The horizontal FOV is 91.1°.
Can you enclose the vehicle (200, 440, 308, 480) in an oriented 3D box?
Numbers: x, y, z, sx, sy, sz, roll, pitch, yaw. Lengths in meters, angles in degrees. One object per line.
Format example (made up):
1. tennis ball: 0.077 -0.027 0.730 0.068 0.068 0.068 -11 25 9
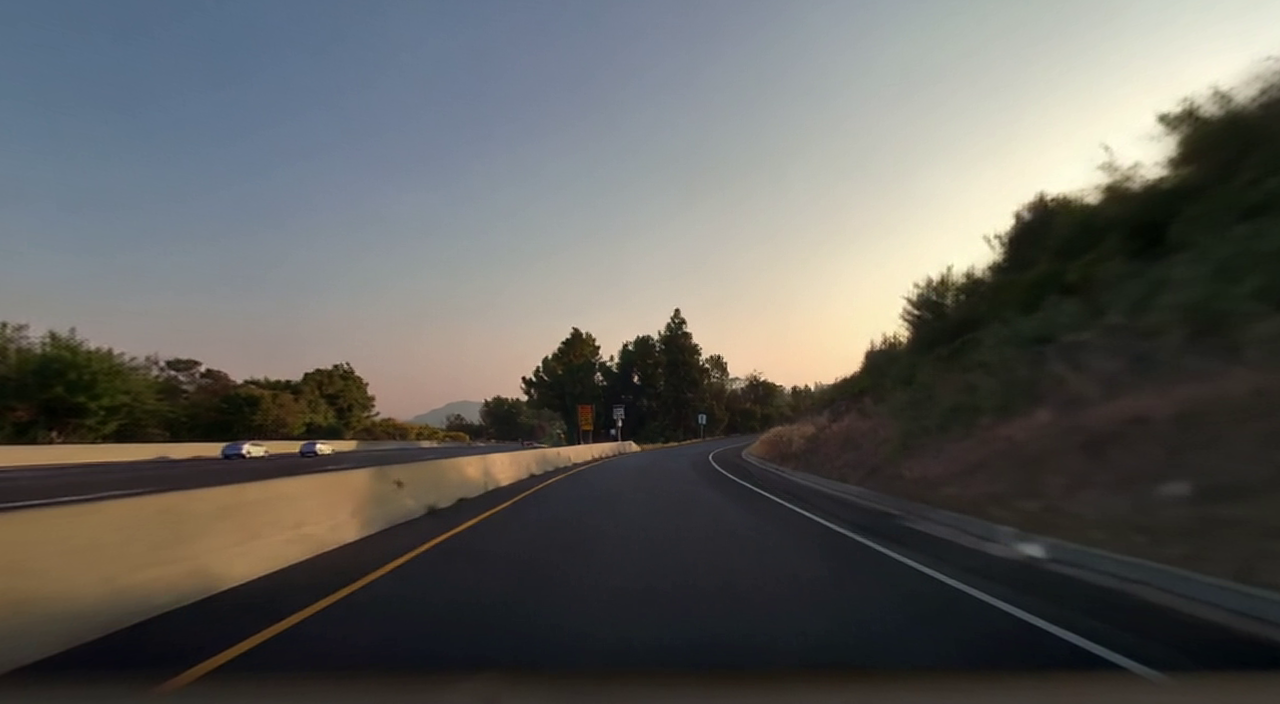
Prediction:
1. vehicle: -15.548 4.333 25.609 1.895 1.451 4.168 0 -8 -2
